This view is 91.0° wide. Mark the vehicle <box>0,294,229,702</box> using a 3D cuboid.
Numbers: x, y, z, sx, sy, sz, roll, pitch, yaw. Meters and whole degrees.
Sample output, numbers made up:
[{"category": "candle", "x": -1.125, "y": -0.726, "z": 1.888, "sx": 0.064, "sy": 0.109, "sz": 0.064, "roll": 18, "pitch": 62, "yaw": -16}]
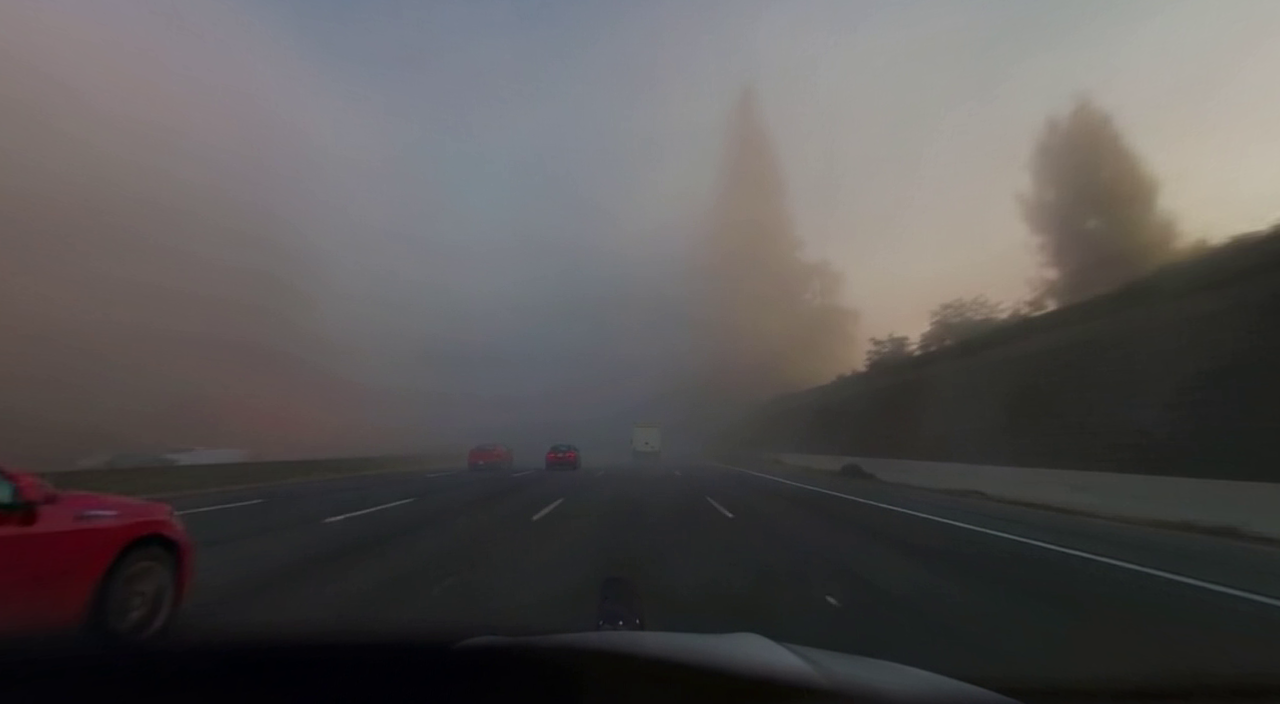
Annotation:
[{"category": "vehicle", "x": -4.360, "y": 0.515, "z": 1.818, "sx": 2.368, "sy": 2.003, "sz": 5.844, "roll": 1, "pitch": -9, "yaw": 0}]

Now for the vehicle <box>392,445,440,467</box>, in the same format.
[{"category": "vehicle", "x": -16.709, "y": 7.767, "z": 47.212, "sx": 1.903, "sy": 1.563, "sz": 4.375, "roll": 0, "pitch": -9, "yaw": 1}]

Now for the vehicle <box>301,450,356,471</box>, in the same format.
[{"category": "vehicle", "x": -24.214, "y": 8.444, "z": 49.107, "sx": 1.891, "sy": 1.543, "sz": 4.471, "roll": 0, "pitch": -9, "yaw": 1}]

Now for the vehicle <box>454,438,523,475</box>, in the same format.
[{"category": "vehicle", "x": -7.356, "y": 5.137, "z": 31.118, "sx": 2.189, "sy": 1.673, "sz": 4.699, "roll": 0, "pitch": -9, "yaw": 1}]

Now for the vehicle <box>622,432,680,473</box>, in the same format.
[{"category": "vehicle", "x": 0.536, "y": 5.337, "z": 33.592, "sx": 2.856, "sy": 1.994, "sz": 4.931, "roll": 1, "pitch": -9, "yaw": 0}]

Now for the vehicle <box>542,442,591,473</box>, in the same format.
[{"category": "vehicle", "x": -3.817, "y": 5.571, "z": 33.459, "sx": 2.000, "sy": 1.512, "sz": 4.371, "roll": 0, "pitch": -9, "yaw": 1}]
